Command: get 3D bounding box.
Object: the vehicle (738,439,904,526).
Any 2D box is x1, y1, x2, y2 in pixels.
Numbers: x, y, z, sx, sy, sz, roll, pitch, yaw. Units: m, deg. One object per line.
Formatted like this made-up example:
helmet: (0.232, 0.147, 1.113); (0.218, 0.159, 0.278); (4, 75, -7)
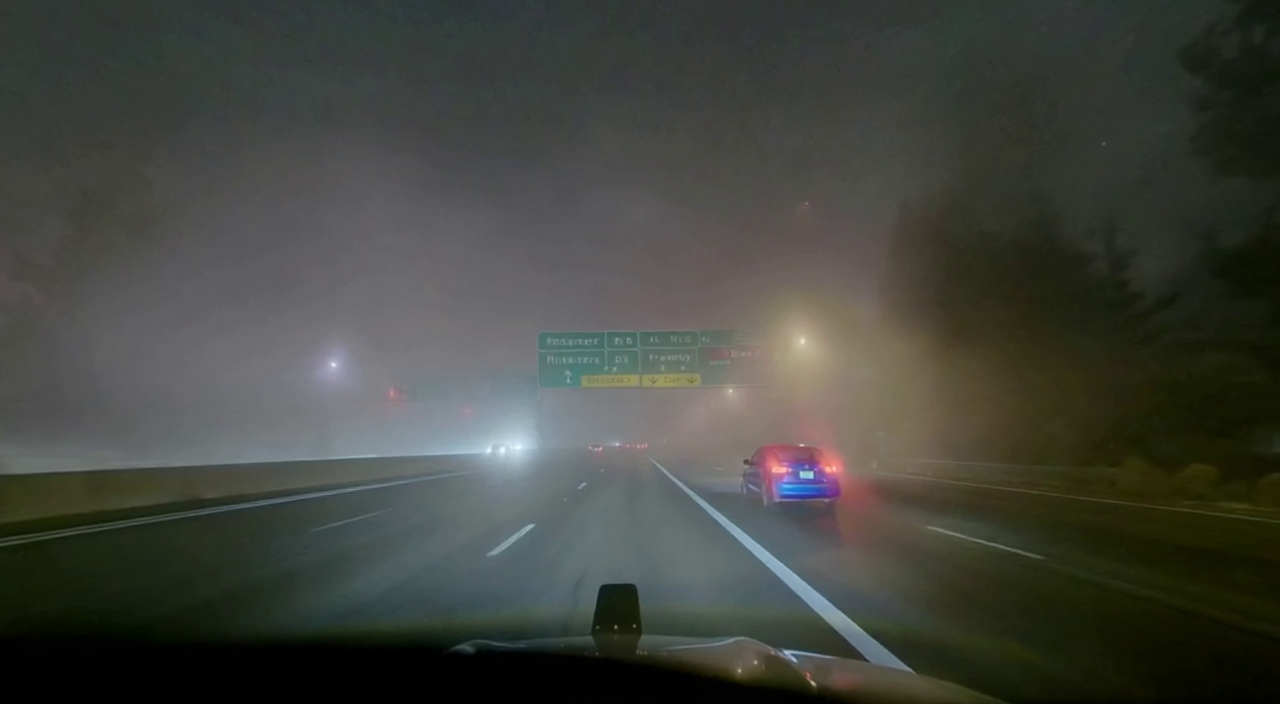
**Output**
vehicle: (3.491, 2.603, 13.290); (1.989, 1.479, 4.670); (0, -9, -2)
